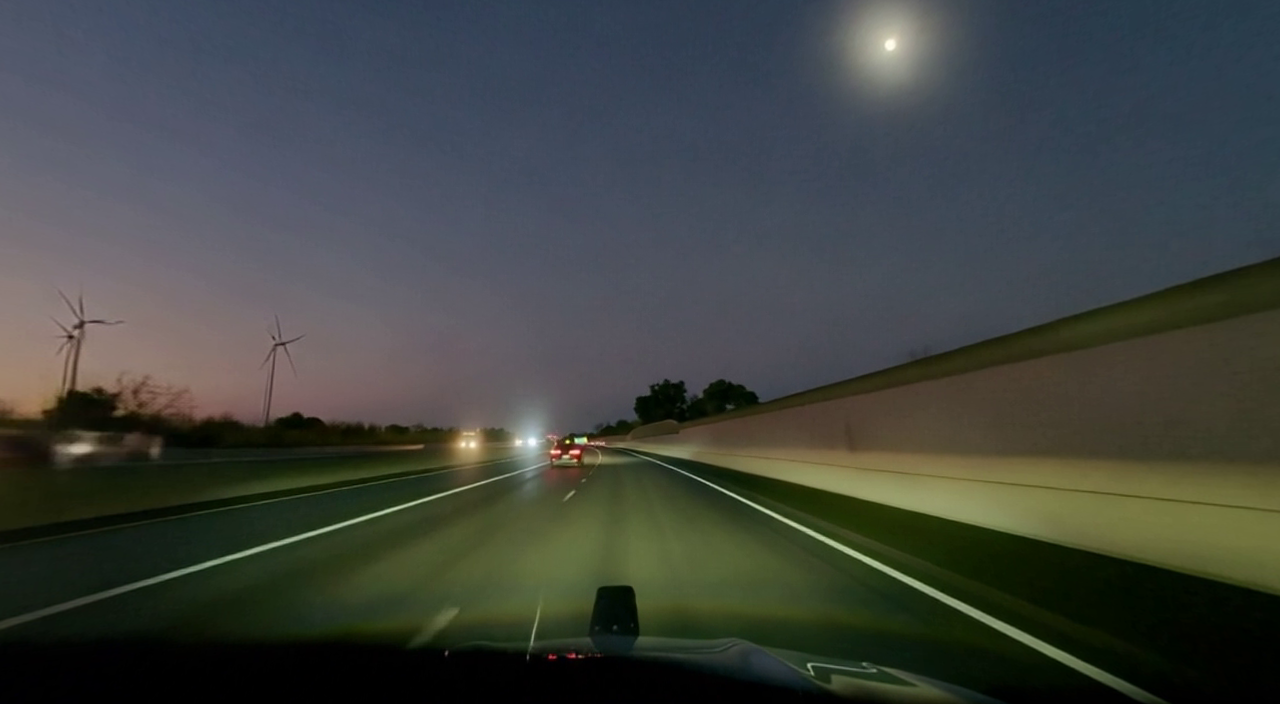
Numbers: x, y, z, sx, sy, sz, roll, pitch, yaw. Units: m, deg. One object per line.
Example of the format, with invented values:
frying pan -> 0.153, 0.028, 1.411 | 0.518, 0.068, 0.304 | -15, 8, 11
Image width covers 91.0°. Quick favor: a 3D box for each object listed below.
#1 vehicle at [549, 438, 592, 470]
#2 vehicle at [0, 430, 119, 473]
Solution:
vehicle -> -3.664, 5.452, 33.964 | 2.053, 1.549, 4.097 | 0, -8, -3
vehicle -> -23.198, 3.849, 24.585 | 1.941, 1.483, 4.526 | 0, -8, -2
